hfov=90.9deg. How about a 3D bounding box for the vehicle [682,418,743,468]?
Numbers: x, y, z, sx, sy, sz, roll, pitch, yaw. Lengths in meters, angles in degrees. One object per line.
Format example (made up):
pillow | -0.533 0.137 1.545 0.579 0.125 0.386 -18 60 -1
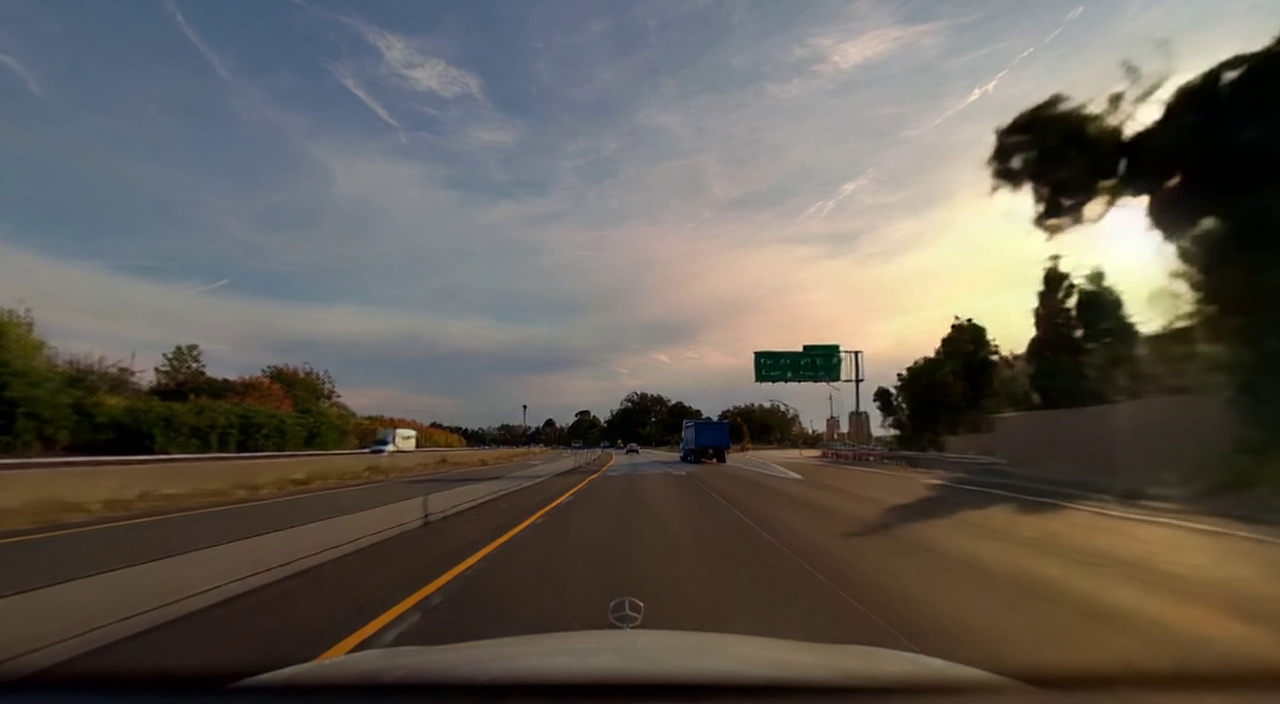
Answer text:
vehicle | 3.822 5.016 34.689 2.430 2.495 6.062 0 -8 -2
